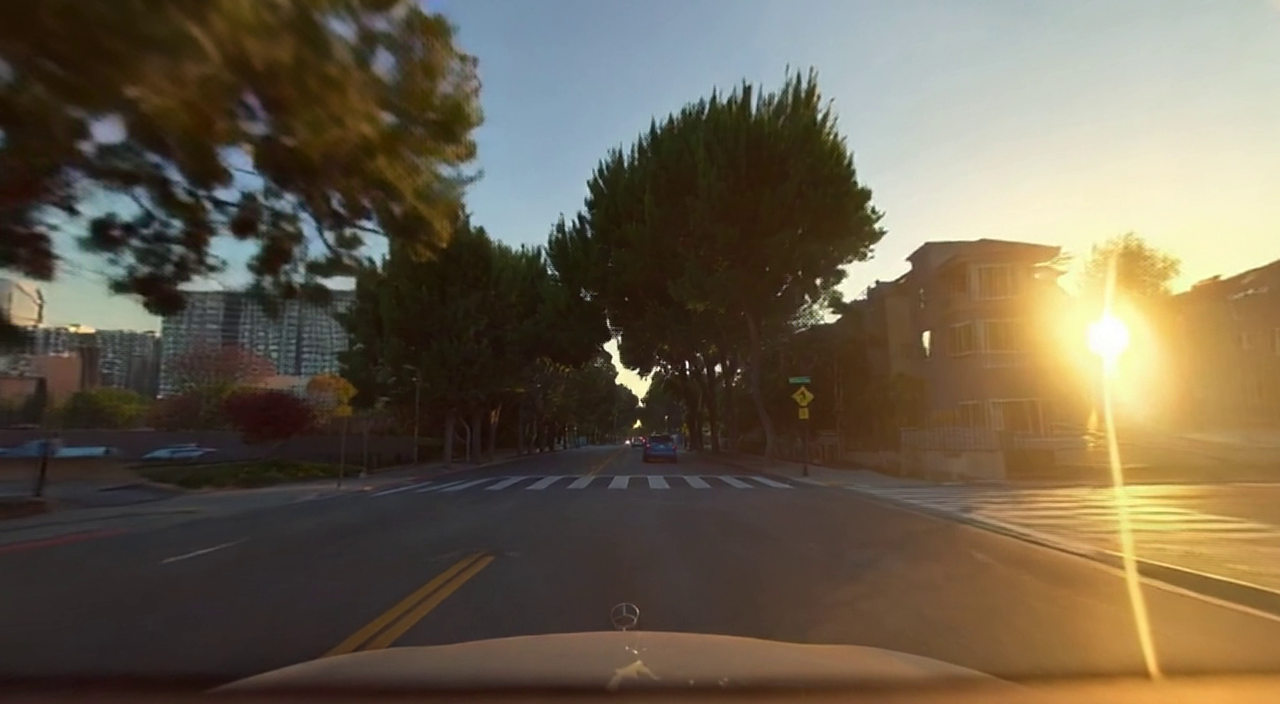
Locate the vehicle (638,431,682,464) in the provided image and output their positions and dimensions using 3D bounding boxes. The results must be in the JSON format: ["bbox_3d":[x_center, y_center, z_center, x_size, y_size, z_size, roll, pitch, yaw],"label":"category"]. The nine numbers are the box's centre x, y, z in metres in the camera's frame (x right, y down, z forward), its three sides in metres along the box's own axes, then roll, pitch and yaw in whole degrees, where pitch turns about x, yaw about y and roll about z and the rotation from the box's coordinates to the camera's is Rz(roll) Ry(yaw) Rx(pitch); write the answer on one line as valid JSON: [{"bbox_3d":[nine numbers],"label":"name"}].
[{"bbox_3d":[1.051,5.312,34.987,1.981,1.703,3.691,1,-8,-5],"label":"vehicle"}]
